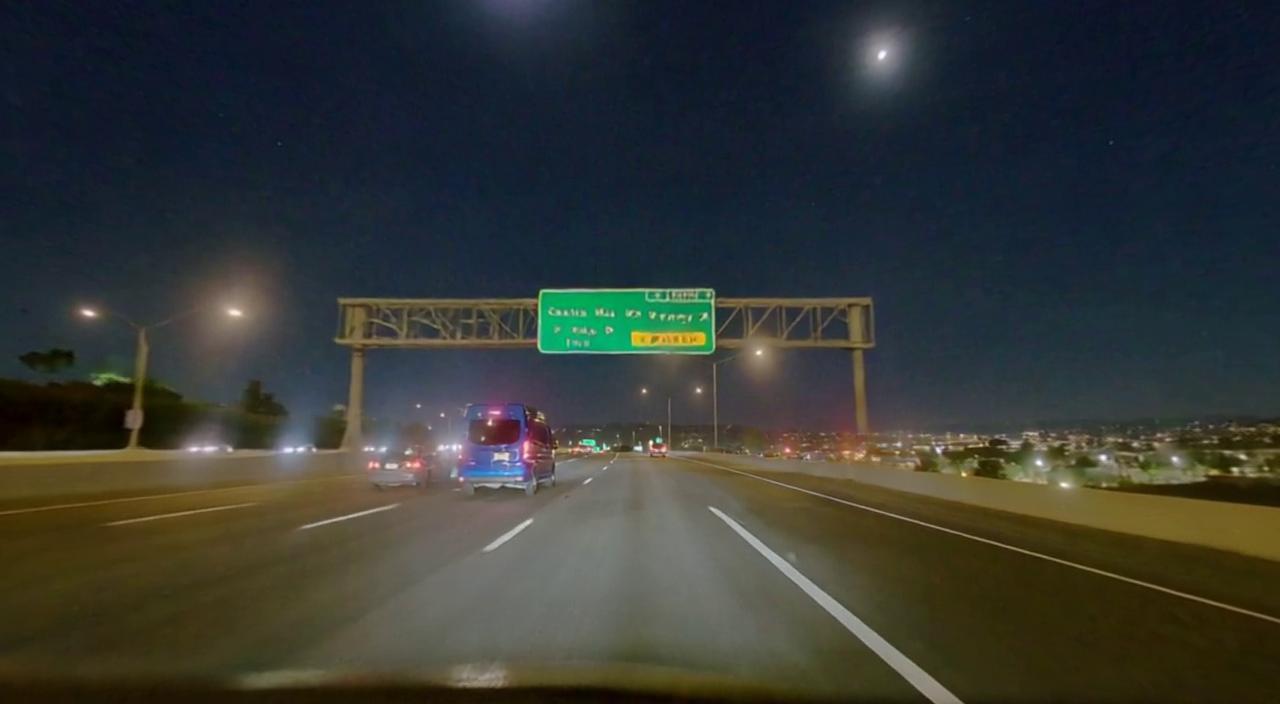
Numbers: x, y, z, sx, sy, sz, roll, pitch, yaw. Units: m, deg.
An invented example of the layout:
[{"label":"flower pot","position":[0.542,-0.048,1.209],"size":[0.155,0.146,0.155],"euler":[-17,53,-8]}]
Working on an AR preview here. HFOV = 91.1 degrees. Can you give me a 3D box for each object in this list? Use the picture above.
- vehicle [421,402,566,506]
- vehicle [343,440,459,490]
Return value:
[{"label":"vehicle","position":[-3.491,2.608,16.335],"size":[2.372,2.248,5.393],"euler":[0,-9,1]},{"label":"vehicle","position":[-7.928,3.779,21.393],"size":[1.987,1.490,4.781],"euler":[0,-9,1]}]
